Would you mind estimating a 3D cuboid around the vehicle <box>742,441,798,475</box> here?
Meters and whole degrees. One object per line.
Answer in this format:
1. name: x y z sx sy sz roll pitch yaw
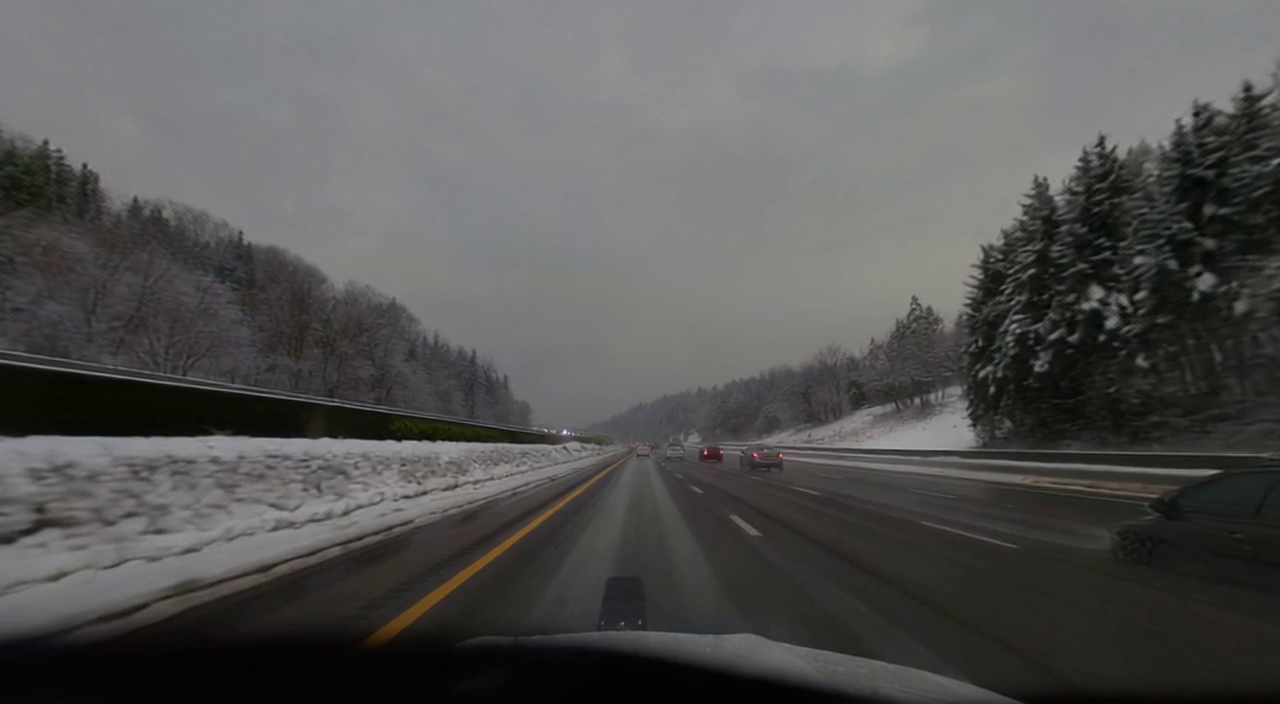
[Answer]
1. vehicle: 7.100 5.840 34.881 2.048 1.697 4.689 0 -8 -1
